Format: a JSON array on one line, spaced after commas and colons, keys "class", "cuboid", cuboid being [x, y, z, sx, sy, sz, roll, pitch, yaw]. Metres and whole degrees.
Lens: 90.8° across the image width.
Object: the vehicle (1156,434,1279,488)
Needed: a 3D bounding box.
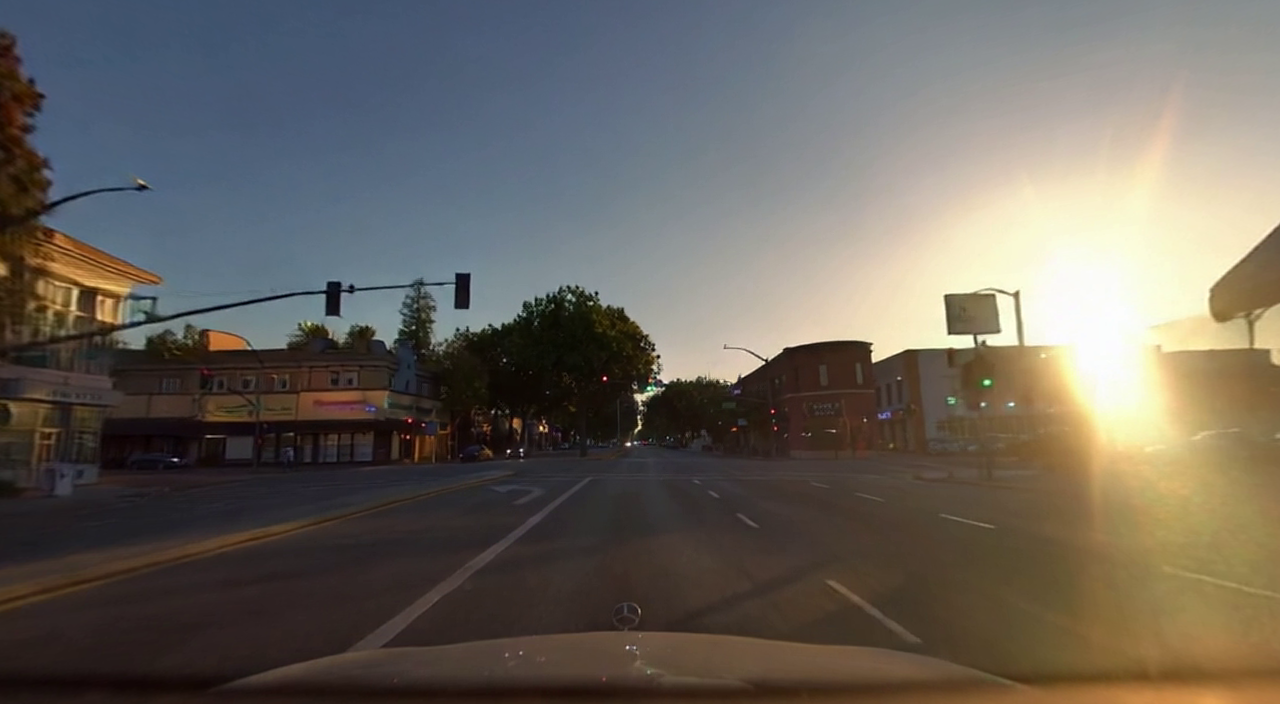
[{"class": "vehicle", "cuboid": [18.831, 3.281, 19.258, 4.545, 1.511, 1.935, 0, -9, -3]}]
